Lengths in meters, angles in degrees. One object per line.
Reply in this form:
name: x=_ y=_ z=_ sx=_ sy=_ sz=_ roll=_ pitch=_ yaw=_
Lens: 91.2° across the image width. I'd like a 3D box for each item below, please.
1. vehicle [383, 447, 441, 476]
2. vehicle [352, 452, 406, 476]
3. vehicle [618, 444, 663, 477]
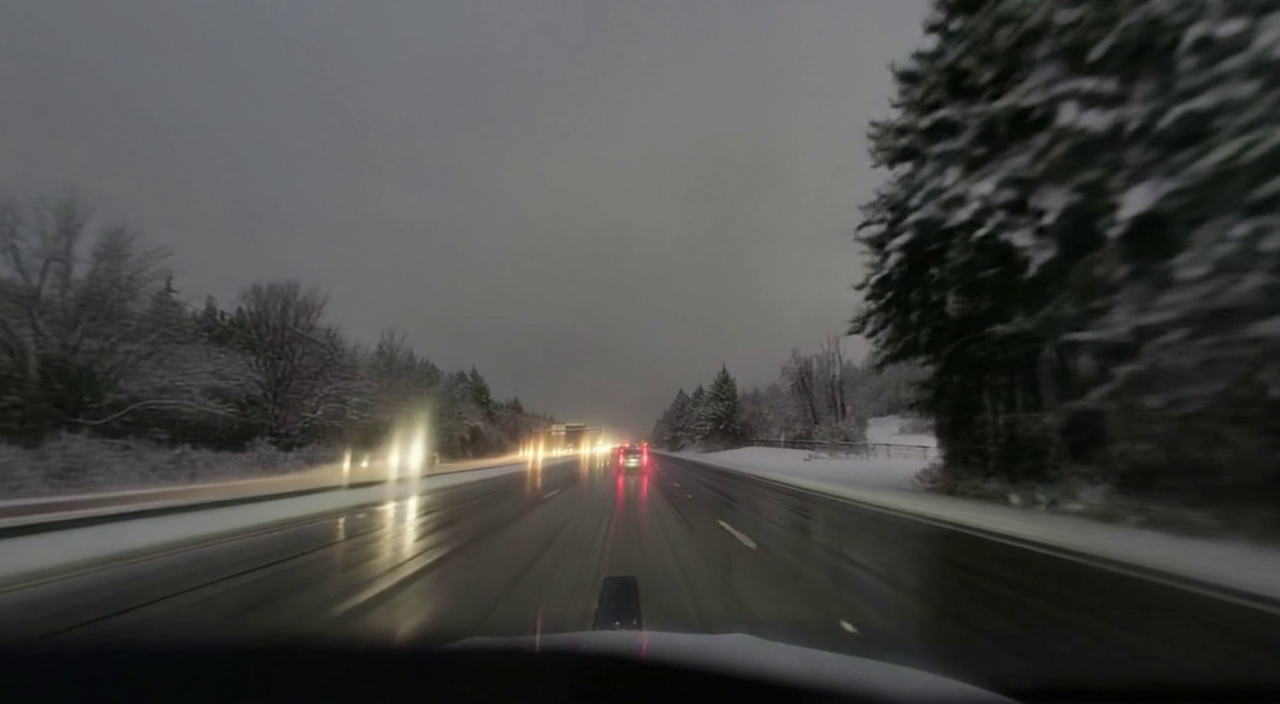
vehicle: x=-14.251 y=6.866 z=39.480 sx=1.970 sy=1.692 sz=4.464 roll=0 pitch=-9 yaw=0
vehicle: x=-18.222 y=7.832 z=44.040 sx=1.879 sy=1.567 sz=4.396 roll=0 pitch=-9 yaw=0
vehicle: x=-0.008 y=5.405 z=31.430 sx=2.095 sy=1.537 sz=4.017 roll=0 pitch=-9 yaw=-1
